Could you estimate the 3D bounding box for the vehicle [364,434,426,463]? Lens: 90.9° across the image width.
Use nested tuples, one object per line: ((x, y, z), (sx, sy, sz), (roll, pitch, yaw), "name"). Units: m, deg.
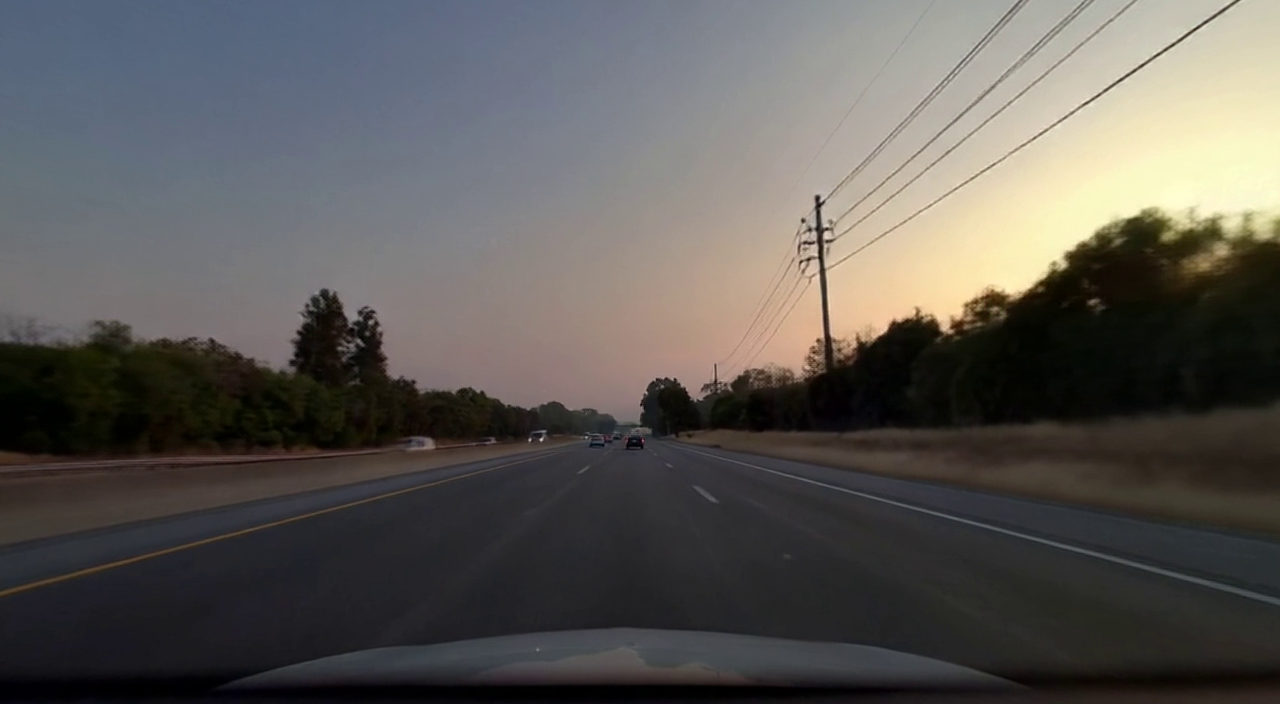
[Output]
((-13.256, 5.223, 34.365), (1.829, 1.435, 4.127), (0, -8, -2), "vehicle")
